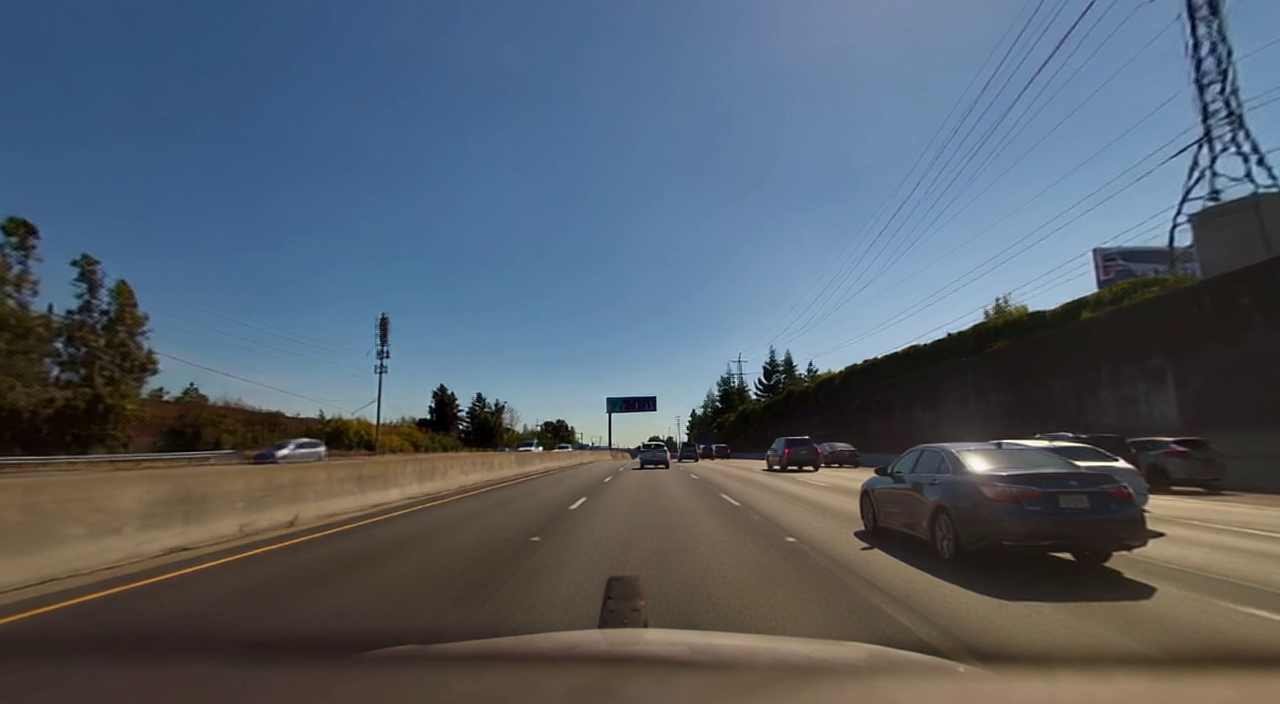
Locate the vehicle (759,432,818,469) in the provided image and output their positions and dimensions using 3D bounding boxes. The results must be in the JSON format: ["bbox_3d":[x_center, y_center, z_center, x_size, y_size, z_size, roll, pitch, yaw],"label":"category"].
[{"bbox_3d":[7.980,5.343,34.333,2.041,1.821,4.562,0,-8,0],"label":"vehicle"}]

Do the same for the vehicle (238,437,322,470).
[{"bbox_3d":[-20.384,5.748,35.925,2.015,1.716,4.433,0,-8,2],"label":"vehicle"}]

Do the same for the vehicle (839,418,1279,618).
[{"bbox_3d":[3.924,1.573,6.982,1.986,1.478,4.429,0,-8,0],"label":"vehicle"}]

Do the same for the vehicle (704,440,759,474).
[{"bbox_3d":[4.163,4.830,29.232,1.936,1.465,4.060,0,-8,0],"label":"vehicle"}]

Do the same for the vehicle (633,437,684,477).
[{"bbox_3d":[0.753,4.533,27.456,2.042,1.581,3.769,0,-8,0],"label":"vehicle"}]
